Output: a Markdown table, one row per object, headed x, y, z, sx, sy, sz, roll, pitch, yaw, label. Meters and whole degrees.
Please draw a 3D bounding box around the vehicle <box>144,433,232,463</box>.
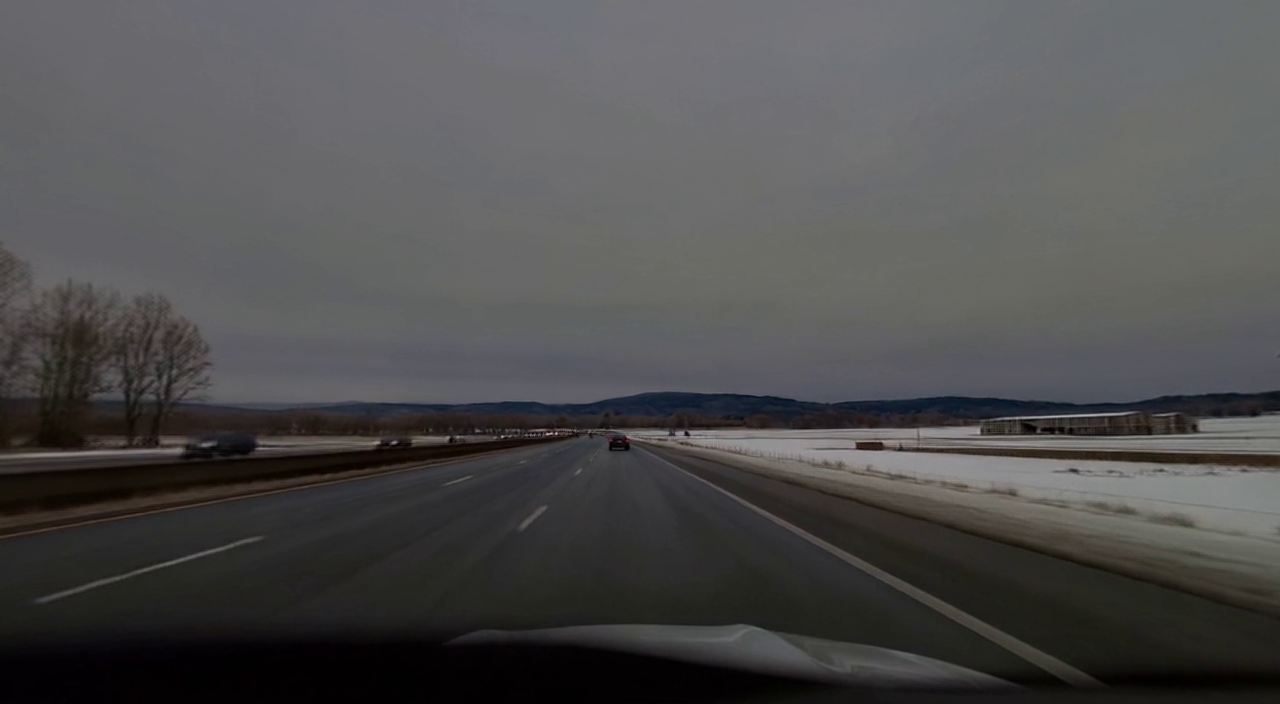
| x | y | z | sx | sy | sz | roll | pitch | yaw | label |
| --- | --- | --- | --- | --- | --- | --- | --- | --- | --- |
| -23.978 | 5.083 | 33.506 | 1.827 | 1.486 | 3.976 | 0 | -8 | -2 | vehicle |
